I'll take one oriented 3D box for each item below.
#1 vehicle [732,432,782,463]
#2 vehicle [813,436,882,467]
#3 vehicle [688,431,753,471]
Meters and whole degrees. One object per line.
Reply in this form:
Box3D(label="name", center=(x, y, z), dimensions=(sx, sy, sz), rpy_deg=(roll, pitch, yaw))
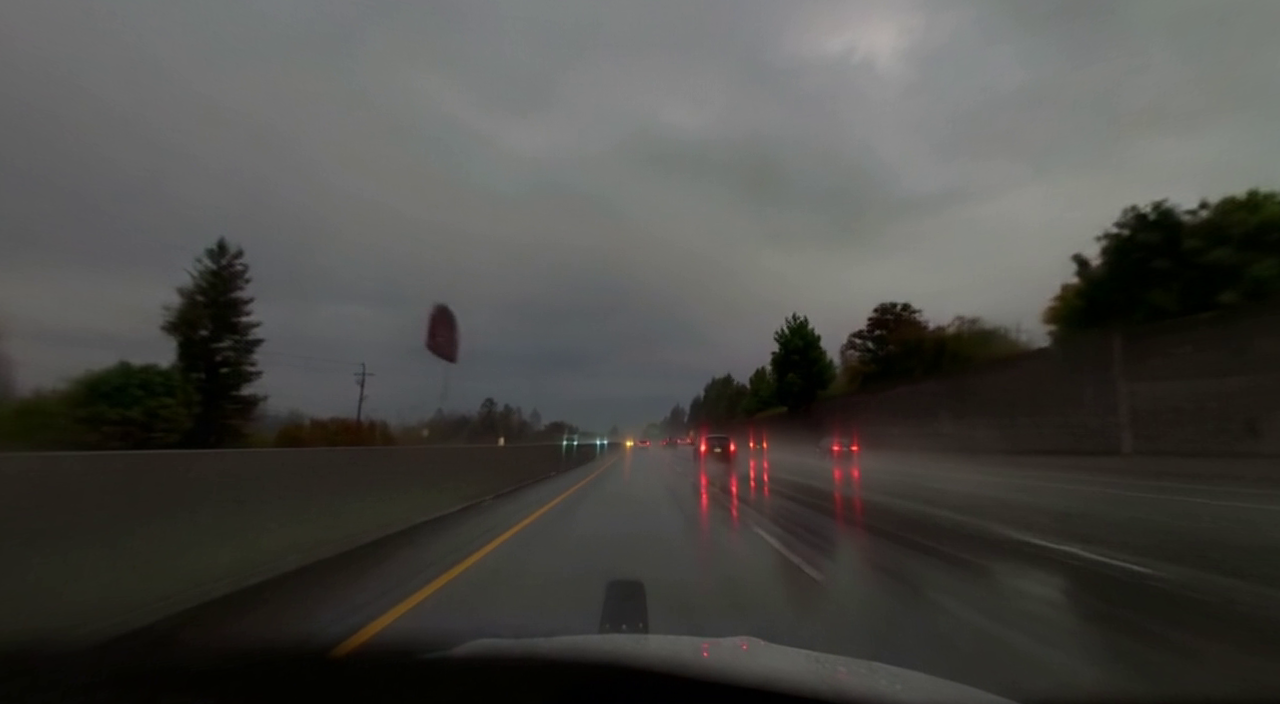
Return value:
Box3D(label="vehicle", center=(7.158, 5.895, 38.935), dimensions=(2.178, 1.749, 4.570), rpy_deg=(0, -8, 0))
Box3D(label="vehicle", center=(10.481, 5.055, 32.180), dimensions=(1.970, 1.479, 4.480), rpy_deg=(0, -8, 0))
Box3D(label="vehicle", center=(3.554, 4.475, 28.629), dimensions=(2.326, 1.644, 4.206), rpy_deg=(0, -8, -1))
